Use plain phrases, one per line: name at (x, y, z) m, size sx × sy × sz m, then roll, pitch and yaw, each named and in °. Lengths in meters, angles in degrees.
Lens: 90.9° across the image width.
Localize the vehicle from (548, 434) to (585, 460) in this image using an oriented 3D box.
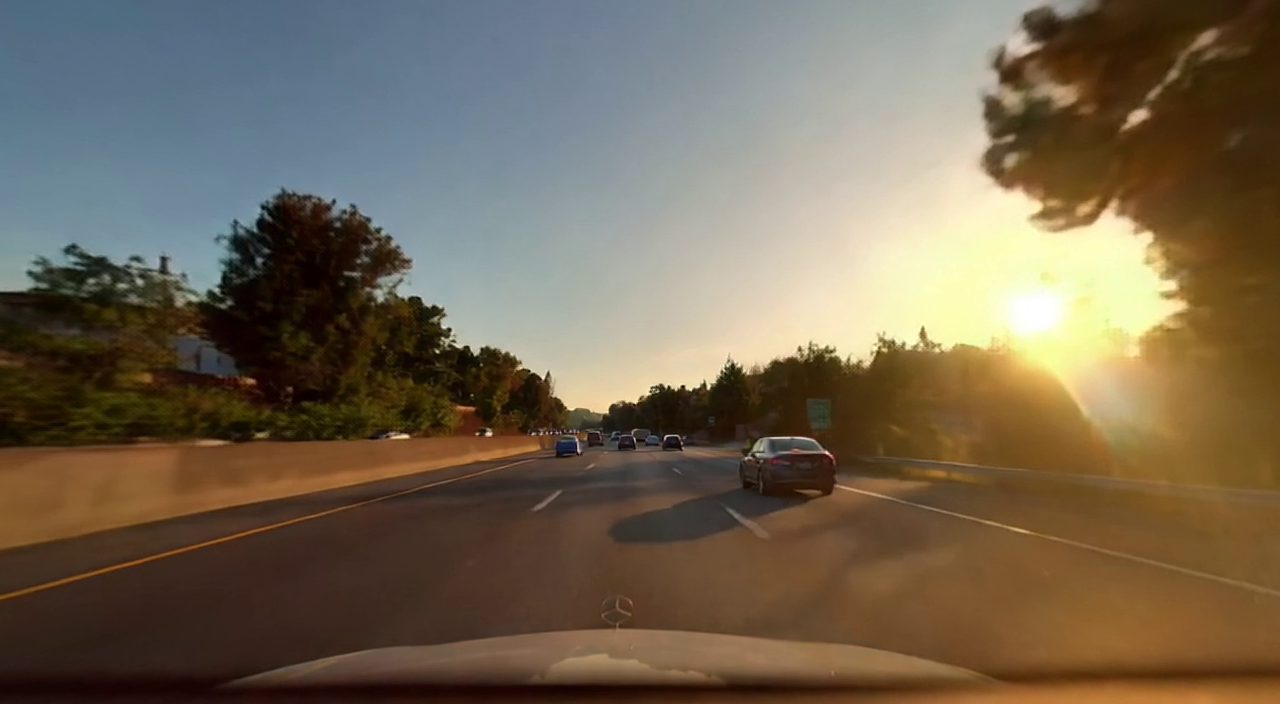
vehicle at (-4.628, 6.014, 40.150) m, size 1.941 × 1.529 × 4.111 m, roll 0°, pitch -8°, yaw -1°

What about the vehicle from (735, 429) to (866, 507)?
vehicle at (3.512, 2.584, 14.557) m, size 1.883 × 1.536 × 3.792 m, roll 0°, pitch -8°, yaw -2°

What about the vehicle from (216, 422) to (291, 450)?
vehicle at (-21.947, 4.797, 35.981) m, size 1.745 × 1.457 × 4.149 m, roll 0°, pitch -8°, yaw -2°
